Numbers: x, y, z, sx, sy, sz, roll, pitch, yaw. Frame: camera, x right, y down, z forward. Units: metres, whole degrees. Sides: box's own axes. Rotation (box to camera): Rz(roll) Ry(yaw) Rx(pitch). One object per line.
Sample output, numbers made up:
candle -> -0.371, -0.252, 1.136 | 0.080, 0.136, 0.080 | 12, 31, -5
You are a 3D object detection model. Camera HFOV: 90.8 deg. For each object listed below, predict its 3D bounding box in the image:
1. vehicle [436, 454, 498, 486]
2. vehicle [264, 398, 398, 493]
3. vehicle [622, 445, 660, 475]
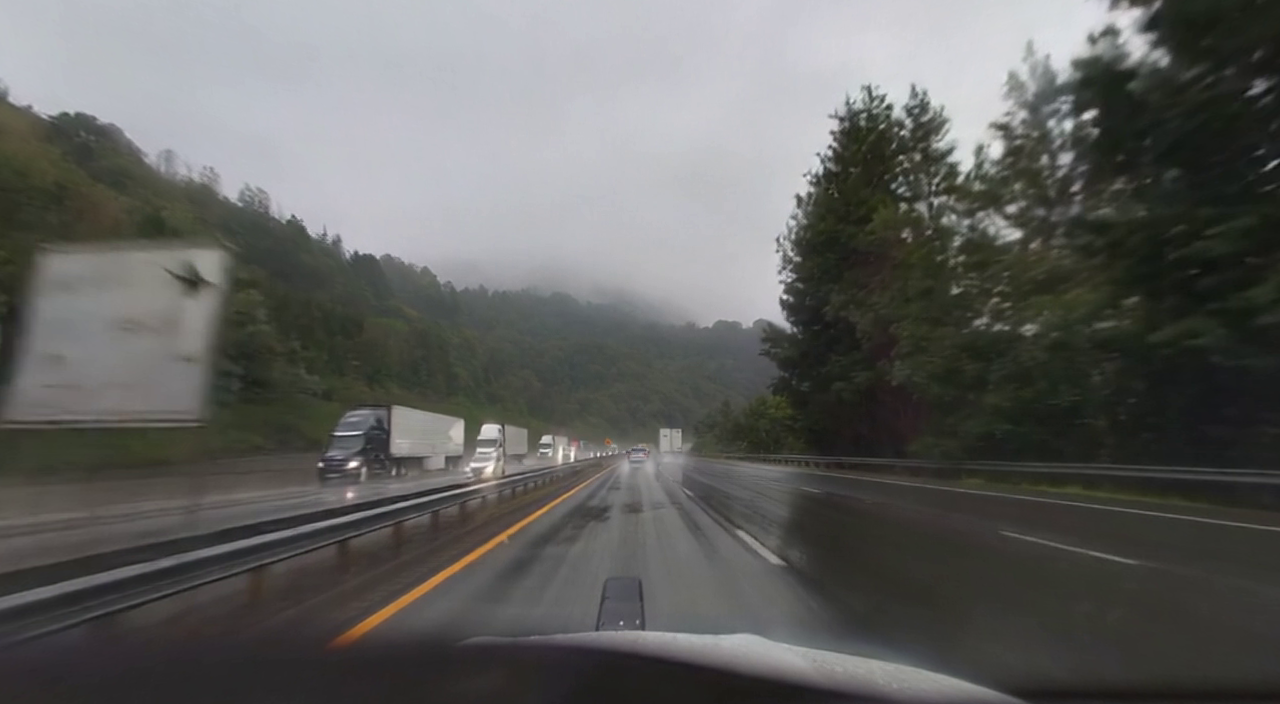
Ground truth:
vehicle -> -8.526, 5.839, 31.532 | 1.911, 1.442, 4.392 | 0, -9, -1
vehicle -> -14.244, 4.418, 29.757 | 2.937, 3.963, 5.873 | -1, -9, 3
vehicle -> 0.037, 6.427, 37.676 | 2.137, 1.689, 4.051 | 0, -9, -1
